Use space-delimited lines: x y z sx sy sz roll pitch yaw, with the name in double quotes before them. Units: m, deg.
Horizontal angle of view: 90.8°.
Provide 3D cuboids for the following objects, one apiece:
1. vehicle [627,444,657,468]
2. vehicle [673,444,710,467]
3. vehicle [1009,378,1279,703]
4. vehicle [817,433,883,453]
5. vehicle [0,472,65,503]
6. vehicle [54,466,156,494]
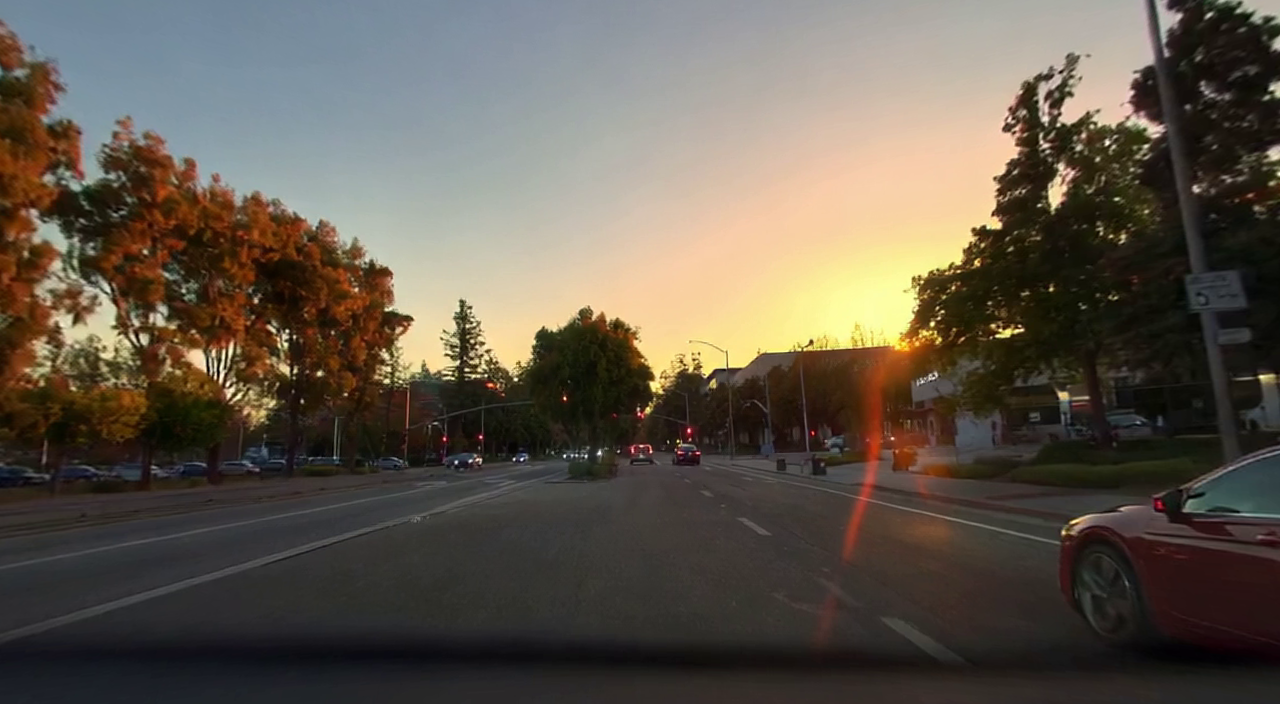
"vehicle" 0.134 7.778 47.597 2.146 1.685 4.003 0 -9 -1
"vehicle" 3.808 7.691 47.122 2.198 1.660 4.512 0 -9 -2
"vehicle" 3.794 0.857 2.472 1.889 1.572 4.605 0 -9 0
"vehicle" 15.924 6.938 48.123 4.344 1.512 1.936 -1 -9 4
"vehicle" -33.743 7.224 33.666 4.234 1.462 1.921 5 -10 -34
"vehicle" -33.826 8.109 40.138 4.560 1.530 1.950 5 -10 -31
